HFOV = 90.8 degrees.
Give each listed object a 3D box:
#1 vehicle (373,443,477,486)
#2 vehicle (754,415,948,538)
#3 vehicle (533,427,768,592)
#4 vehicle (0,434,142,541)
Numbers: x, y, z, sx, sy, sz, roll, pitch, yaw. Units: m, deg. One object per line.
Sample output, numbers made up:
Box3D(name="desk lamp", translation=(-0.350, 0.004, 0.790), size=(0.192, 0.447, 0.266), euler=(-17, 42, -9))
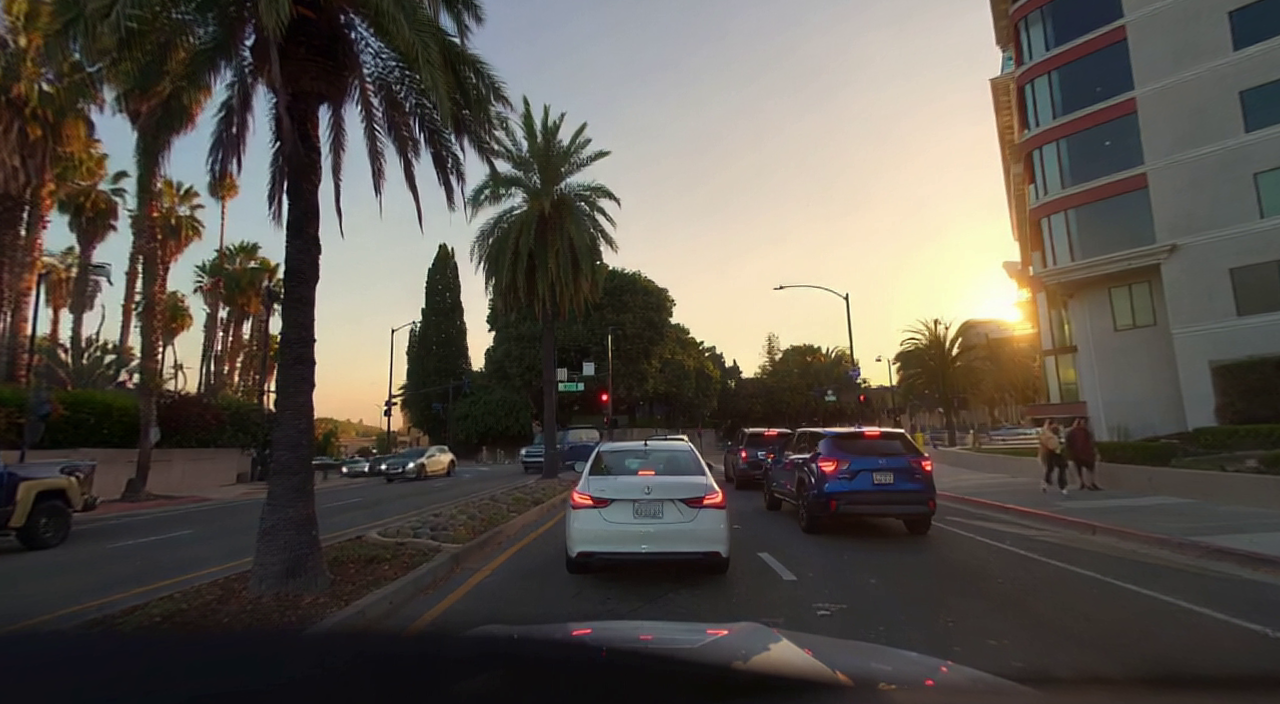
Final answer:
Box3D(name="vehicle", translation=(-7.851, 4.150, 23.638), size=(1.898, 1.439, 4.540), euler=(-1, -8, 6))
Box3D(name="vehicle", translation=(3.401, 2.106, 11.236), size=(2.003, 1.733, 4.319), euler=(0, -8, 1))
Box3D(name="vehicle", translation=(0.134, 1.710, 7.700), size=(2.088, 1.452, 3.993), euler=(0, -8, 1))
Box3D(name="vehicle", translation=(-13.055, 2.715, 12.283), size=(2.240, 1.964, 5.707), euler=(-6, -8, 0))
